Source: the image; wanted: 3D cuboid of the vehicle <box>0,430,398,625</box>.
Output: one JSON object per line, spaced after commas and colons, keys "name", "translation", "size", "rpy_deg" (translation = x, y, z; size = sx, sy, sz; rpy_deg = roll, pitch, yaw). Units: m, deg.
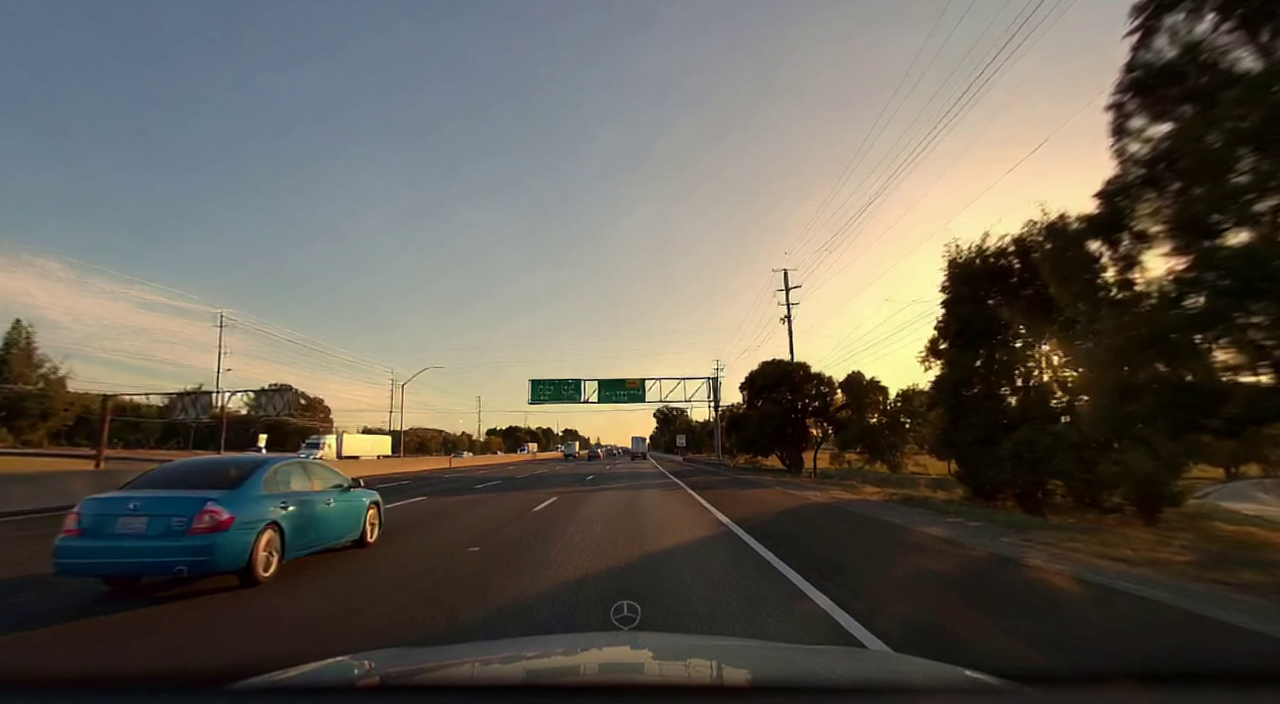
{"name": "vehicle", "translation": [-4.725, 1.717, 7.205], "size": [2.104, 1.501, 4.459], "rpy_deg": [0, -9, 1]}
